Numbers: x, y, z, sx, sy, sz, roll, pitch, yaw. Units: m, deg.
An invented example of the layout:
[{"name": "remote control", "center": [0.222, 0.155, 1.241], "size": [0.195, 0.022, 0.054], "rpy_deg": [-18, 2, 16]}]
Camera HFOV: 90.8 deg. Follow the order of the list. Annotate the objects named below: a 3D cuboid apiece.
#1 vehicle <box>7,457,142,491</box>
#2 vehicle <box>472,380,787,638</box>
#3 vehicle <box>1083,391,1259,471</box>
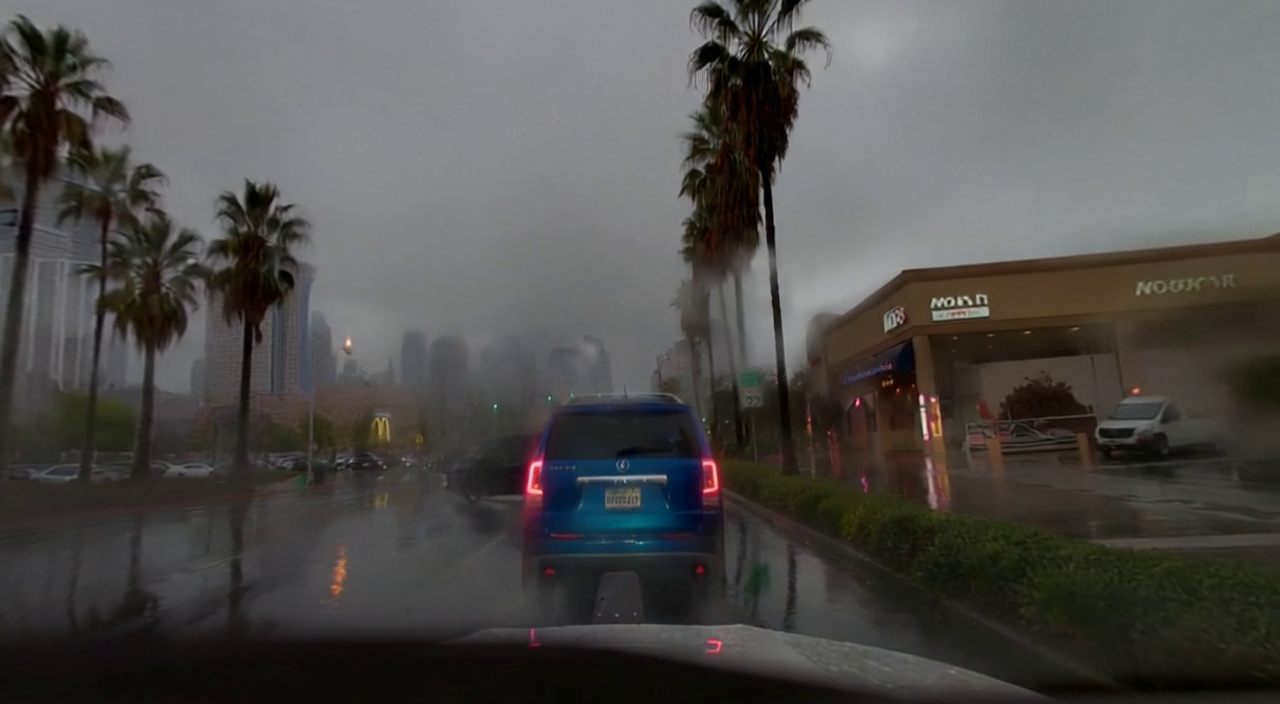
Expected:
[{"name": "vehicle", "center": [-27.958, 6.023, 31.471], "size": [4.593, 1.528, 1.979], "rpy_deg": [5, -10, -29]}, {"name": "vehicle", "center": [-0.124, 1.404, 6.521], "size": [2.234, 1.818, 3.869], "rpy_deg": [0, -9, -2]}, {"name": "vehicle", "center": [16.101, 2.460, 19.052], "size": [6.060, 2.047, 2.490], "rpy_deg": [6, -11, -36]}]
